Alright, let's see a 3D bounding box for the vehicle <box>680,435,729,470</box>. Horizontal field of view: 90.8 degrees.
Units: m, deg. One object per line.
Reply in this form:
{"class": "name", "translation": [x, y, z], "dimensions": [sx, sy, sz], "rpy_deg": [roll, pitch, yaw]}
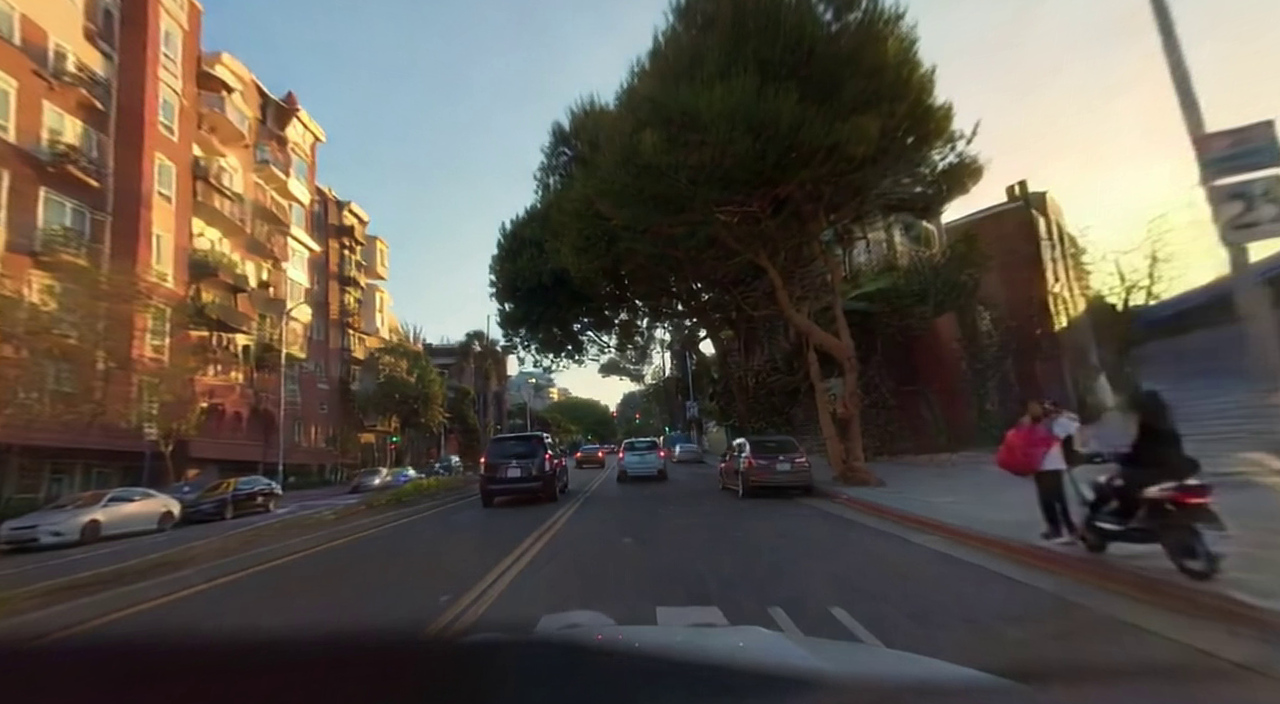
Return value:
{"class": "vehicle", "translation": [2.987, 4.765, 30.184], "dimensions": [1.933, 1.501, 4.349], "rpy_deg": [0, -8, 0]}

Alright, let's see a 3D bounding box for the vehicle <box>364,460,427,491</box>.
{"class": "vehicle", "translation": [-13.792, 6.981, 35.922], "dimensions": [1.752, 1.479, 4.575], "rpy_deg": [0, -8, 0]}

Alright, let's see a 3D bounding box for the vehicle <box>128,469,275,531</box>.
{"class": "vehicle", "translation": [-13.839, 4.655, 20.304], "dimensions": [1.839, 1.594, 4.055], "rpy_deg": [0, -8, -1]}

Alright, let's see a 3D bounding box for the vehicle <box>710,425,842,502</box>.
{"class": "vehicle", "translation": [3.032, 2.607, 15.222], "dimensions": [2.077, 1.532, 4.694], "rpy_deg": [0, -8, -1]}

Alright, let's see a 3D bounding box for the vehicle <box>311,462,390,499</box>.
{"class": "vehicle", "translation": [-13.940, 6.195, 30.740], "dimensions": [1.844, 1.499, 4.421], "rpy_deg": [0, -8, -1]}

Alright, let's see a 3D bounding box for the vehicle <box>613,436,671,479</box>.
{"class": "vehicle", "translation": [0.075, 3.949, 23.868], "dimensions": [2.026, 1.496, 3.701], "rpy_deg": [0, -8, 0]}

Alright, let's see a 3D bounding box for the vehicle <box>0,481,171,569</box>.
{"class": "vehicle", "translation": [-13.775, 3.954, 15.007], "dimensions": [1.907, 1.480, 4.498], "rpy_deg": [0, -8, -2]}

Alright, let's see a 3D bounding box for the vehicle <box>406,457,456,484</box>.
{"class": "vehicle", "translation": [-13.863, 7.922, 42.154], "dimensions": [1.835, 1.476, 4.532], "rpy_deg": [-7, -11, -1]}

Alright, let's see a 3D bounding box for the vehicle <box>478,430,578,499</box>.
{"class": "vehicle", "translation": [-3.038, 3.143, 18.091], "dimensions": [2.065, 1.705, 4.353], "rpy_deg": [0, -8, 0]}

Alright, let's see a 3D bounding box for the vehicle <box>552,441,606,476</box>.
{"class": "vehicle", "translation": [-2.744, 4.947, 29.564], "dimensions": [2.109, 1.477, 4.509], "rpy_deg": [0, -8, 0]}
